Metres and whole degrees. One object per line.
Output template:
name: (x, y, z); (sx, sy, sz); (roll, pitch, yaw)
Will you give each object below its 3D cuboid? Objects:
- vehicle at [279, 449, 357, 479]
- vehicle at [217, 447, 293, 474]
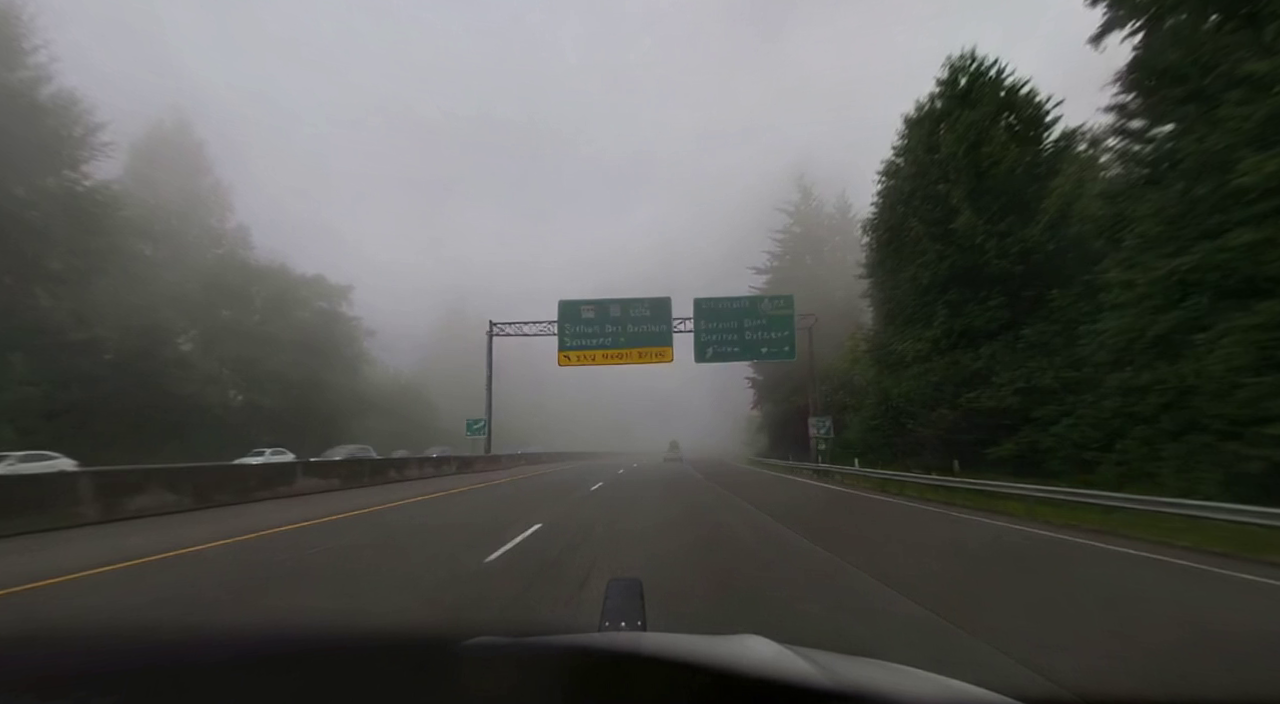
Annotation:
vehicle: (-17.621, 6.128, 34.713); (1.844, 1.549, 4.254); (0, -9, 3)
vehicle: (-24.862, 7.016, 40.866); (1.961, 1.643, 4.415); (0, -9, 3)
